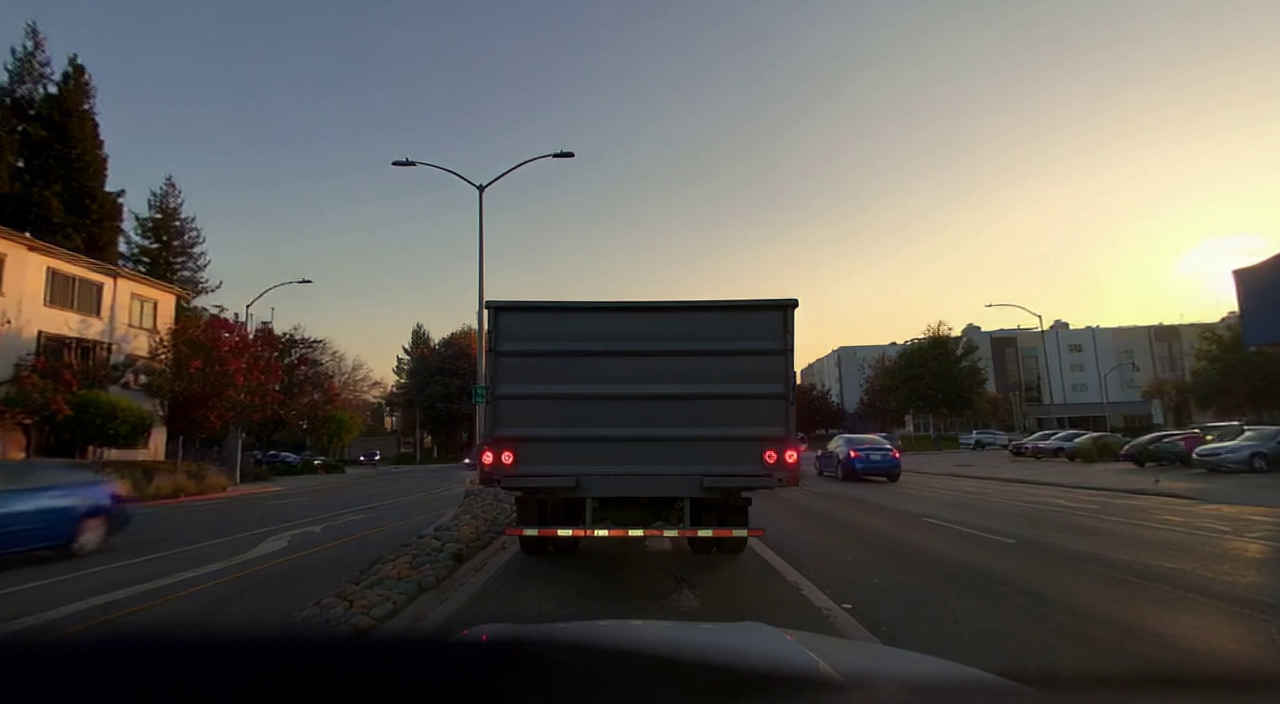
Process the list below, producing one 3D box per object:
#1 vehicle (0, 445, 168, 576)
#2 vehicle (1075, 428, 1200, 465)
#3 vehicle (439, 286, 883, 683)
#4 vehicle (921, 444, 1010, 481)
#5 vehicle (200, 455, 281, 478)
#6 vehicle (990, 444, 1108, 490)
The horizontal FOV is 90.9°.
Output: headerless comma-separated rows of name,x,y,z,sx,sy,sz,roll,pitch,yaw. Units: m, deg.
vehicle,-8.335,1.850,7.392,2.006,1.479,4.643,0,-8,0
vehicle,23.121,4.391,29.439,4.171,1.614,1.894,-1,-8,1
vehicle,0.266,1.284,7.400,2.650,2.391,7.008,-1,-8,3
vehicle,14.170,4.801,27.725,1.777,1.488,4.081,-1,-8,1
vehicle,-27.806,7.962,43.955,4.409,1.446,1.862,-1,-8,5
vehicle,14.289,4.000,22.305,1.702,1.475,3.670,-1,-8,1
